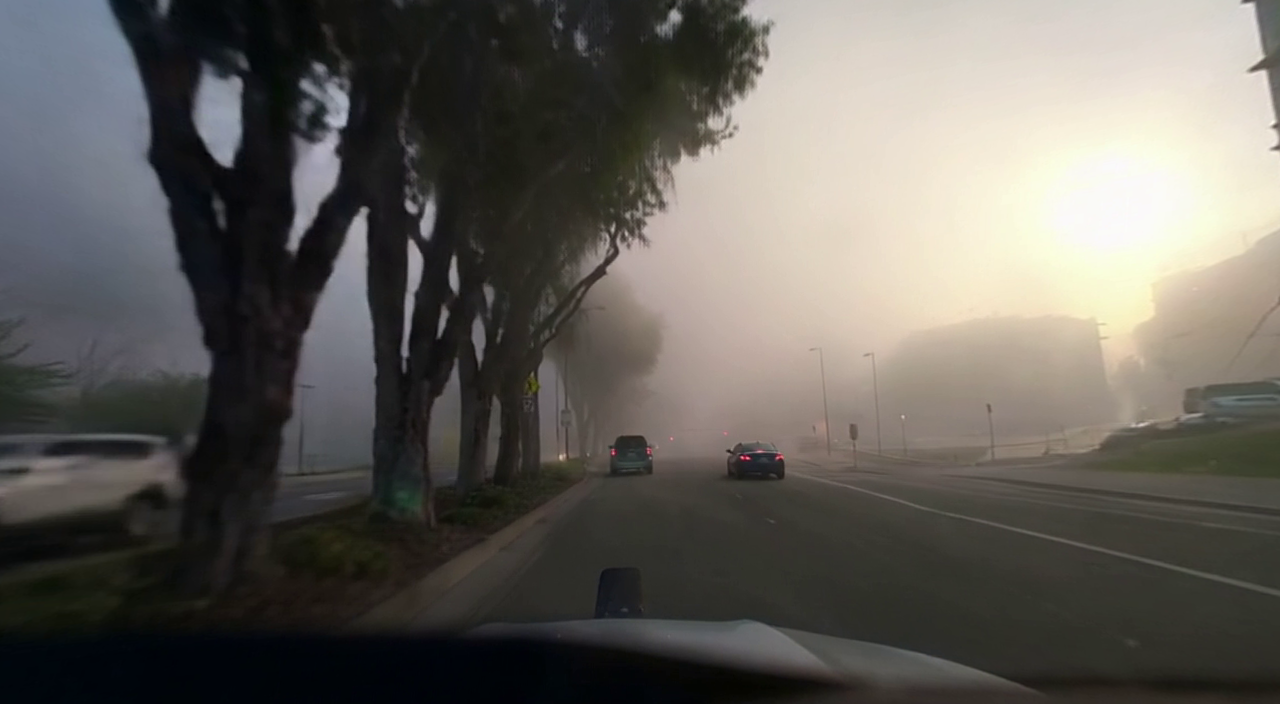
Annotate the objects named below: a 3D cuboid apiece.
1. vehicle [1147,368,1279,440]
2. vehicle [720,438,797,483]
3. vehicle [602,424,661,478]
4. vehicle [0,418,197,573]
[{"bbox_3d":[38.845,3.055,39.245,10.985,3.740,2.994,-6,-9,5],"label":"vehicle"},{"bbox_3d":[4.302,4.026,23.685,2.075,1.486,4.316,0,-8,0],"label":"vehicle"},{"bbox_3d":[-0.489,4.382,28.119,2.396,2.143,4.824,0,-8,-4],"label":"vehicle"},{"bbox_3d":[-8.872,1.967,9.069,1.873,1.894,4.186,0,-8,0],"label":"vehicle"}]
